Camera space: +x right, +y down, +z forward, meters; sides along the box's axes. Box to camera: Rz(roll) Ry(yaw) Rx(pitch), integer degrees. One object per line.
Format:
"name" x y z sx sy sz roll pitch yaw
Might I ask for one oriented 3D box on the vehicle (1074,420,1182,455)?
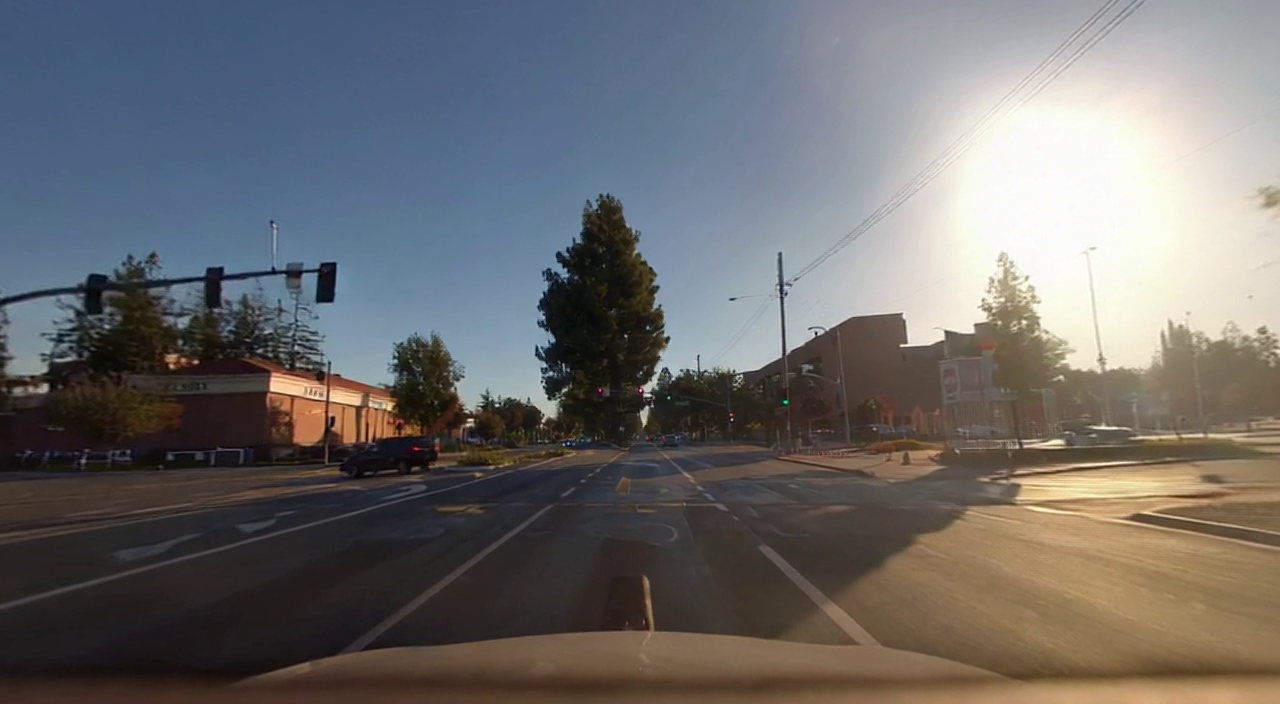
"vehicle" 22.309 3.931 28.795 4.694 1.481 1.884 4 -9 -25

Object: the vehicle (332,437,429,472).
"vehicle" -14.841 5.864 36.278 4.938 1.863 2.162 3 -9 -21
